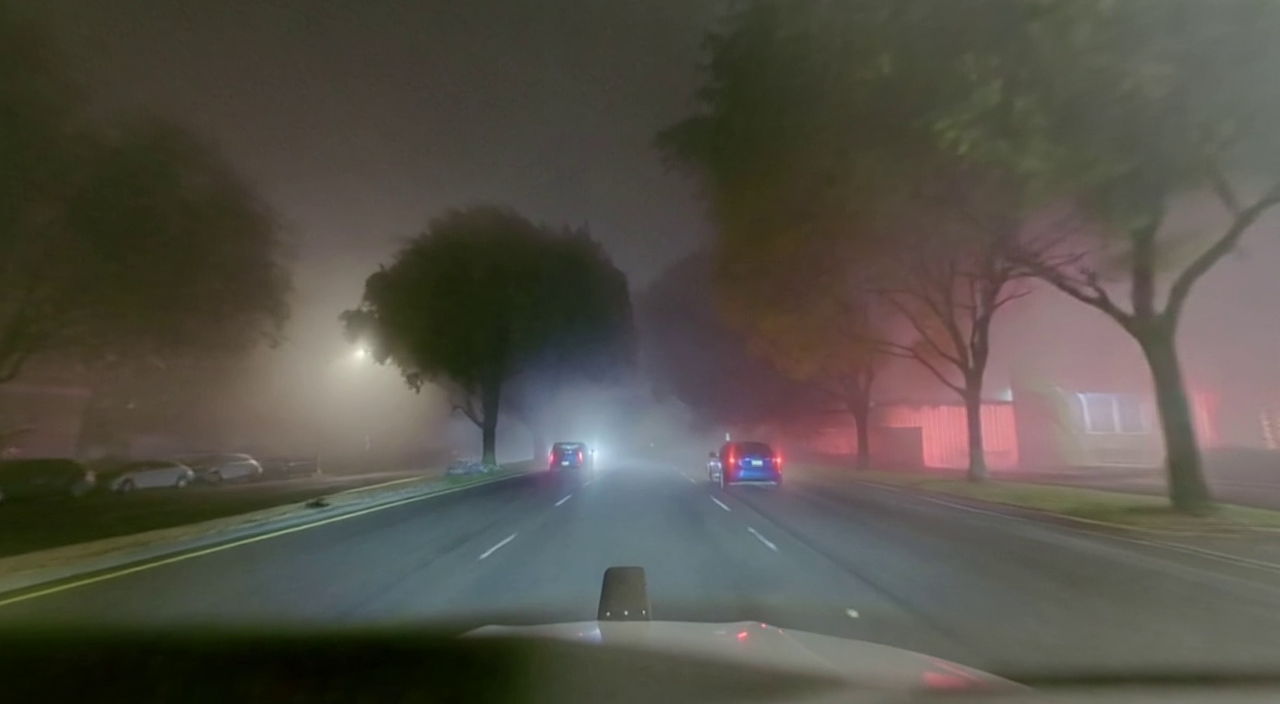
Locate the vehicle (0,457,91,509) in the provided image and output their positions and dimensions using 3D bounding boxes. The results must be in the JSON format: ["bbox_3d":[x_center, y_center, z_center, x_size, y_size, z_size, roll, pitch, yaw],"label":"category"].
[{"bbox_3d":[-22.528,4.619,22.332,1.918,1.698,4.581,-1,-8,1],"label":"vehicle"}]

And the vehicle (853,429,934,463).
[{"bbox_3d":[16.822,6.308,42.243,2.160,2.093,5.795,1,-9,-10],"label":"vehicle"}]

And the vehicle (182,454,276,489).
[{"bbox_3d":[-22.248,6.439,34.371,1.887,1.669,4.753,-1,-8,1],"label":"vehicle"}]

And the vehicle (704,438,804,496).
[{"bbox_3d":[3.191,3.334,18.645,2.083,1.474,4.360,0,-8,-1],"label":"vehicle"}]

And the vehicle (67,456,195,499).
[{"bbox_3d":[-22.408,5.503,28.026,1.794,1.664,4.582,-1,-8,1],"label":"vehicle"}]

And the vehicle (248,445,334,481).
[{"bbox_3d":[-22.251,7.085,40.521,2.255,2.117,5.319,-1,-8,2],"label":"vehicle"}]

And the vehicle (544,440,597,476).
[{"bbox_3d":[-3.348,5.239,31.296,2.113,1.626,4.129,-1,-8,1],"label":"vehicle"}]
